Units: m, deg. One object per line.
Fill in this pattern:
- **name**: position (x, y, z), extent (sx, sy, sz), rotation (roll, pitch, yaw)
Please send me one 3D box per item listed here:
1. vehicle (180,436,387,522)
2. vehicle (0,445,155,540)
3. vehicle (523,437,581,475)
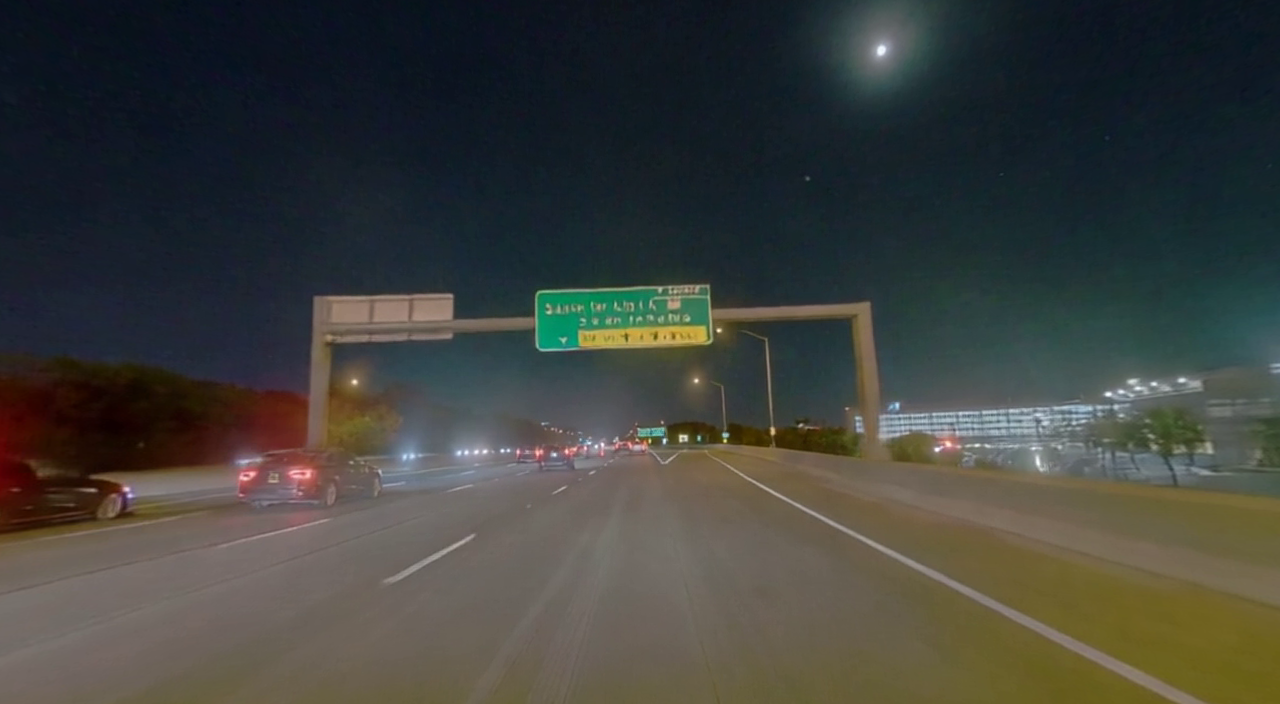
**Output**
- **vehicle**: position (-7.921, 2.822, 14.663), extent (2.071, 1.661, 4.540), rotation (0, -8, 1)
- **vehicle**: position (-11.866, 2.538, 11.701), extent (2.003, 1.595, 4.532), rotation (0, -8, 1)
- **vehicle**: position (-4.258, 5.113, 31.117), extent (2.158, 1.717, 4.375), rotation (0, -8, 1)
